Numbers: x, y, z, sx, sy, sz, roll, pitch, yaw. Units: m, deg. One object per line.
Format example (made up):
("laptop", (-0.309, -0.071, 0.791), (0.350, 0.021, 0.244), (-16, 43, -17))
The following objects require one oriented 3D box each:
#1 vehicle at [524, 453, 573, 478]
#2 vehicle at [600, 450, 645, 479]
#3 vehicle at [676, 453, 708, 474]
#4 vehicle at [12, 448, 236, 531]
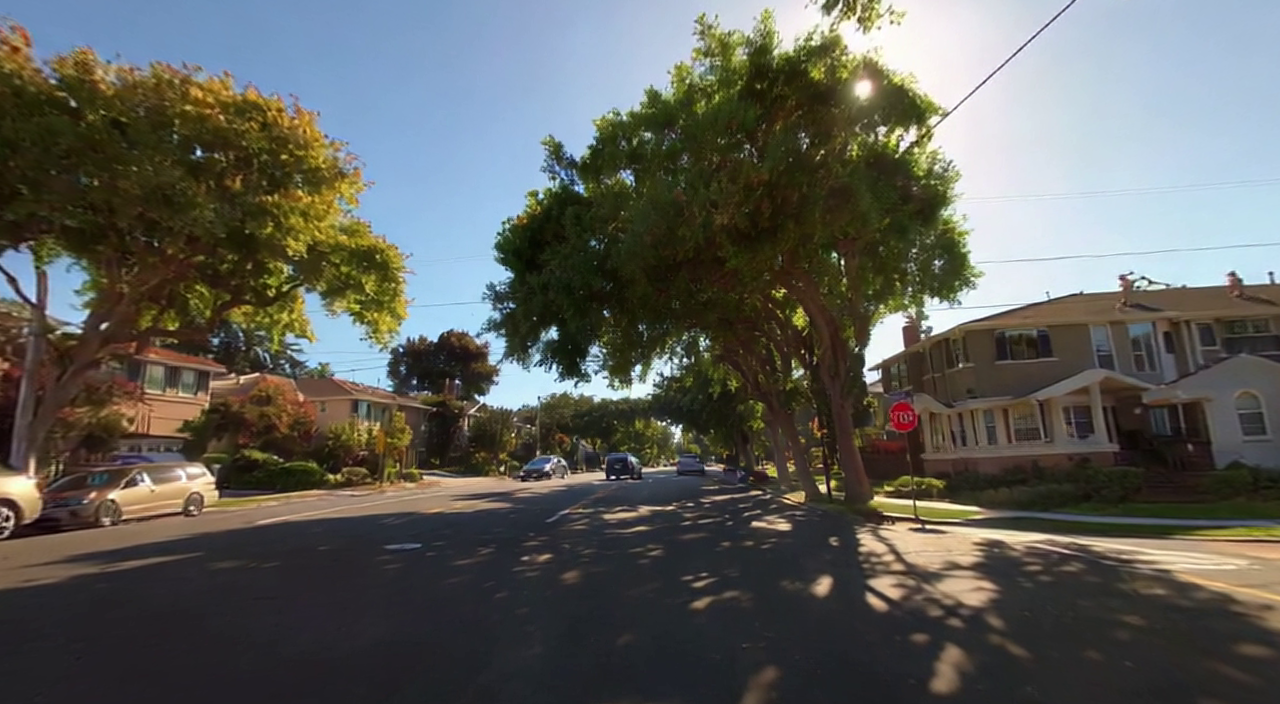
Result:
("vehicle", (-6.954, 8.669, 48.229), (2.256, 1.755, 4.799), (-2, -9, 10))
("vehicle", (-1.043, 7.298, 41.122), (2.178, 1.695, 4.339), (-1, -9, 9))
("vehicle", (3.880, 8.177, 46.345), (1.955, 1.459, 4.383), (-2, -9, 10))
("vehicle", (-13.765, 3.714, 17.331), (2.076, 1.864, 4.730), (-3, -11, 1))
